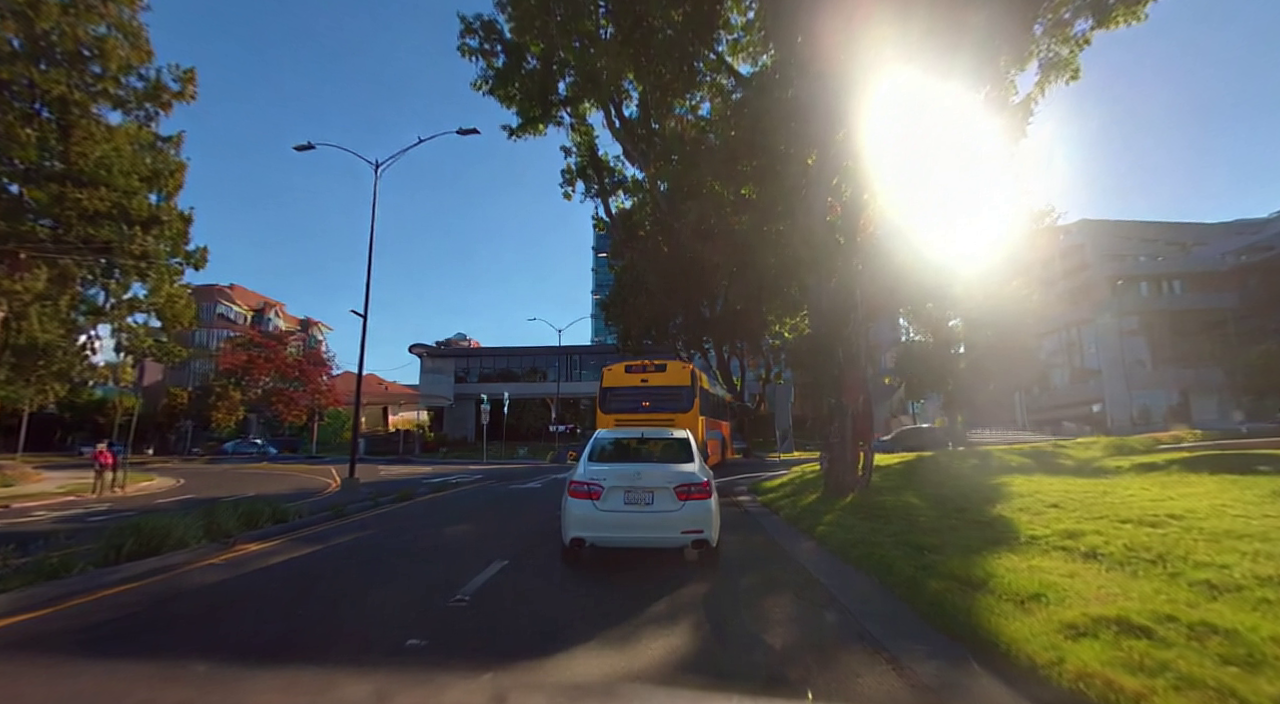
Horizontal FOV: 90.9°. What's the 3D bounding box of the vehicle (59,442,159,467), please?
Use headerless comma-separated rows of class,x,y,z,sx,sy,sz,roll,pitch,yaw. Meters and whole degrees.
vehicle,-32.071,6.192,38.212,4.473,1.442,1.743,7,-11,-39

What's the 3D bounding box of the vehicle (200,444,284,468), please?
vehicle,-25.981,6.794,41.333,4.403,1.422,1.697,4,-9,-26

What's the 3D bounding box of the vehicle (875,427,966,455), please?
vehicle,15.822,5.056,35.654,4.338,1.464,1.782,-6,-10,35

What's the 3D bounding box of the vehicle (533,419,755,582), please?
vehicle,0.067,1.649,7.787,2.020,1.478,3.922,0,-8,1
